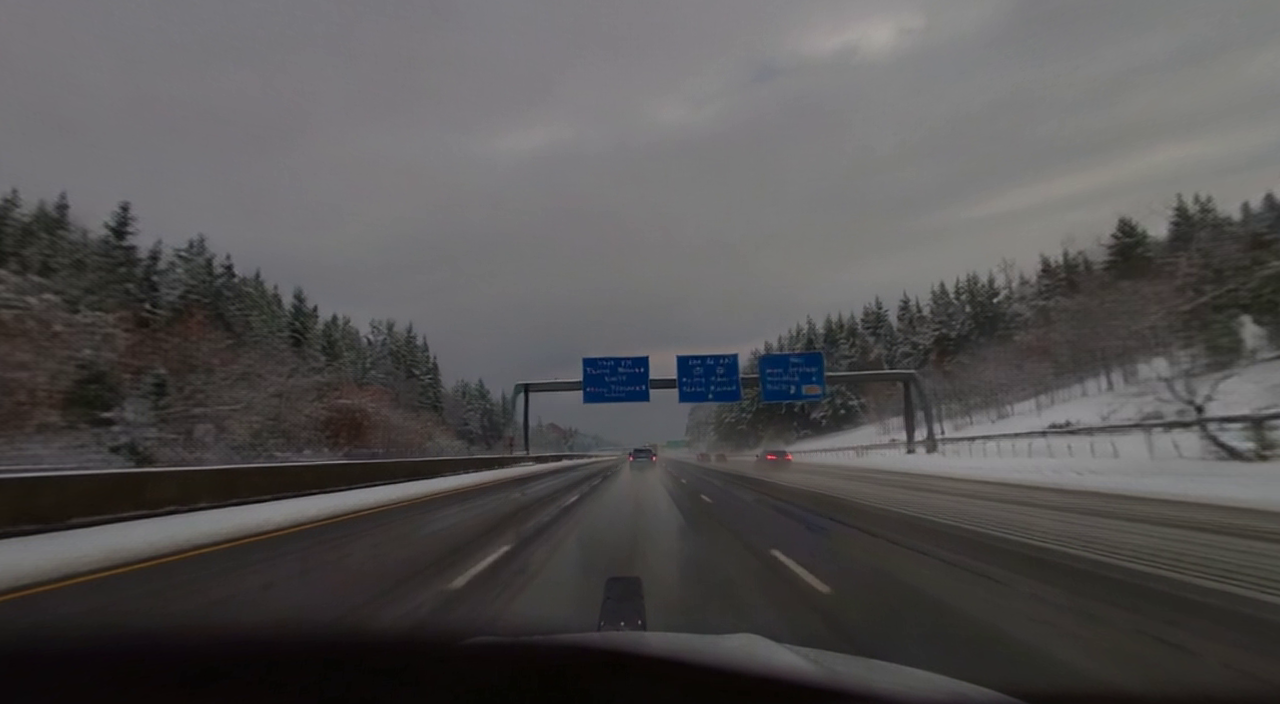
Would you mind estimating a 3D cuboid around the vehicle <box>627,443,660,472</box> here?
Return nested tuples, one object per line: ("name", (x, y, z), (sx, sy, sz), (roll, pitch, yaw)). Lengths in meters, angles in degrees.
("vehicle", (0.259, 7.214, 43.201), (2.167, 1.847, 4.097), (0, -9, 1))

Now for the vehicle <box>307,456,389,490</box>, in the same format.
("vehicle", (-13.806, 5.707, 30.071), (1.983, 1.464, 3.899), (0, -9, 1))
